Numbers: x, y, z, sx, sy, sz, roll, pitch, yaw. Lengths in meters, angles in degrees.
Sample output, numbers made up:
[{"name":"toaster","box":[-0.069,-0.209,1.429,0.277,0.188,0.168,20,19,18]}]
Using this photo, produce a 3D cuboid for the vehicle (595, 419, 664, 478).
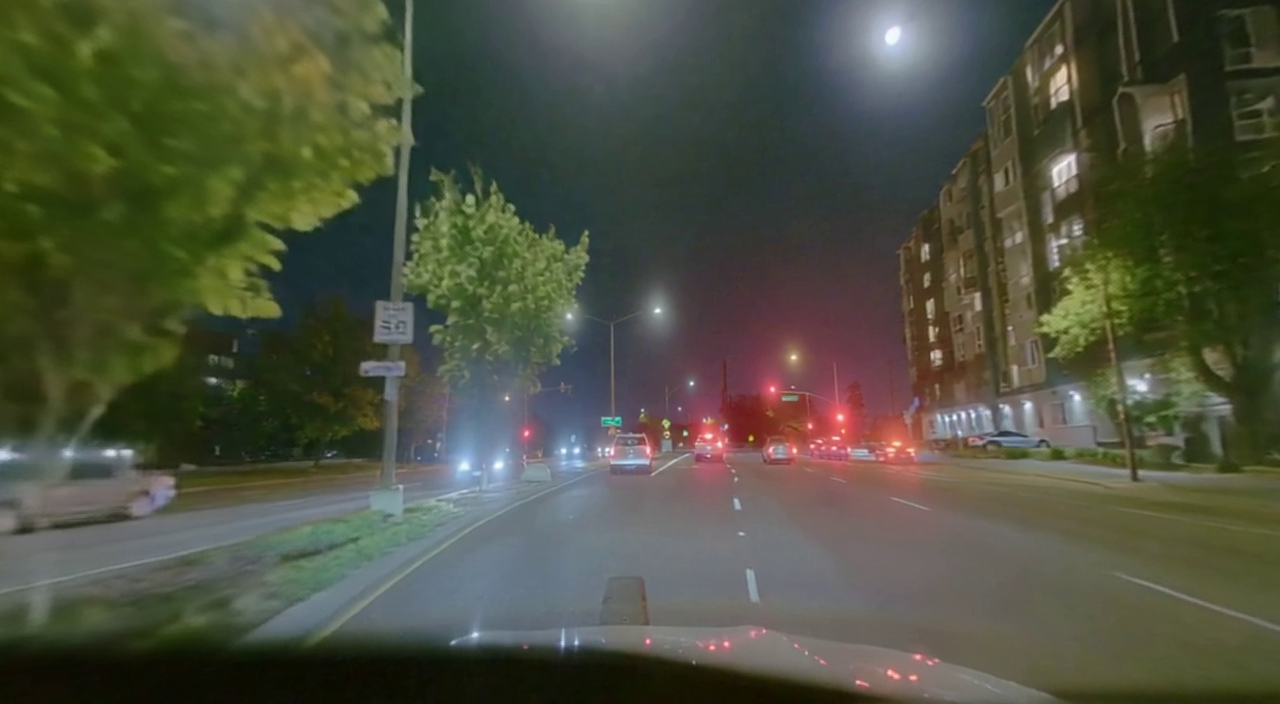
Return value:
[{"name":"vehicle","box":[-0.292,3.877,25.474,2.396,2.143,4.824,-1,-8,4]}]

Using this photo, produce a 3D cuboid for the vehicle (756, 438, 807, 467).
[{"name":"vehicle","box":[7.706,5.511,34.712,2.075,1.486,4.316,-1,-8,4]}]

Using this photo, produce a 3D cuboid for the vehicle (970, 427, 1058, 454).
[{"name":"vehicle","box":[27.730,6.588,46.949,5.050,1.756,2.206,-3,-9,8]}]

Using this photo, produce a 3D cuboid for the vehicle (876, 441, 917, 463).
[{"name":"vehicle","box":[18.534,7.215,45.669,1.706,1.474,3.761,-1,-8,6]}]

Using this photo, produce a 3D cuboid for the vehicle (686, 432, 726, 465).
[{"name":"vehicle","box":[4.021,5.837,38.310,2.222,1.841,4.031,-1,-8,6]}]

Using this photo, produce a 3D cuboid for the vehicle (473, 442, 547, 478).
[{"name":"vehicle","box":[-5.645,4.716,27.938,1.955,1.460,4.434,-1,-8,5]}]

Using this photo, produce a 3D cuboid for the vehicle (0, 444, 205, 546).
[{"name":"vehicle","box":[-10.401,2.395,11.134,1.965,1.486,4.494,-1,-8,5]}]
